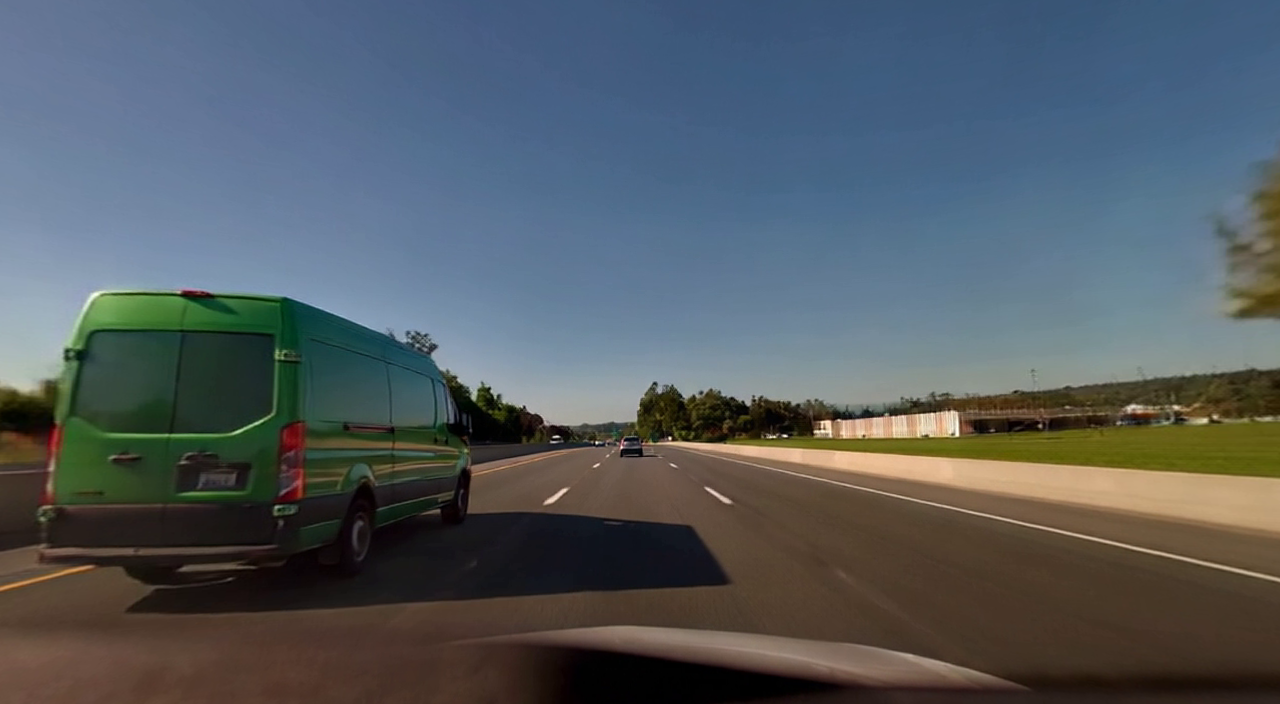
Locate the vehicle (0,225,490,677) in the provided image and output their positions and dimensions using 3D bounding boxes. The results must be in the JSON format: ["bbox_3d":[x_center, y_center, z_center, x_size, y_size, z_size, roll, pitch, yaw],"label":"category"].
[{"bbox_3d":[-3.410,0.907,6.529,2.424,2.577,5.828,0,-8,-2],"label":"vehicle"}]

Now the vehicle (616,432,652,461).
[{"bbox_3d":[-0.398,5.727,38.332,2.104,1.646,4.176,0,-8,-1],"label":"vehicle"}]
